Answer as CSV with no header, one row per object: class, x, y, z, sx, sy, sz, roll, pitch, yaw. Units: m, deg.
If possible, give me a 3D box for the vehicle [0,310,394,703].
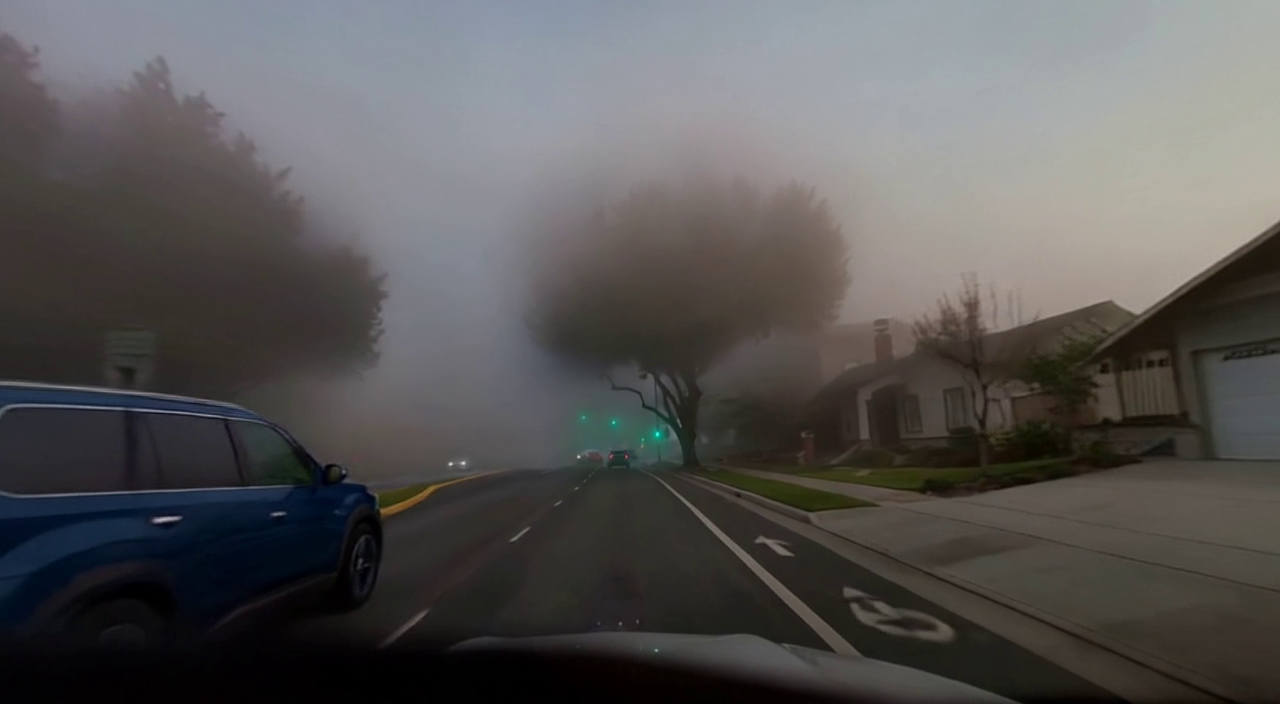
vehicle,-3.670,0.967,3.495,2.276,1.960,5.561,0,-8,1
